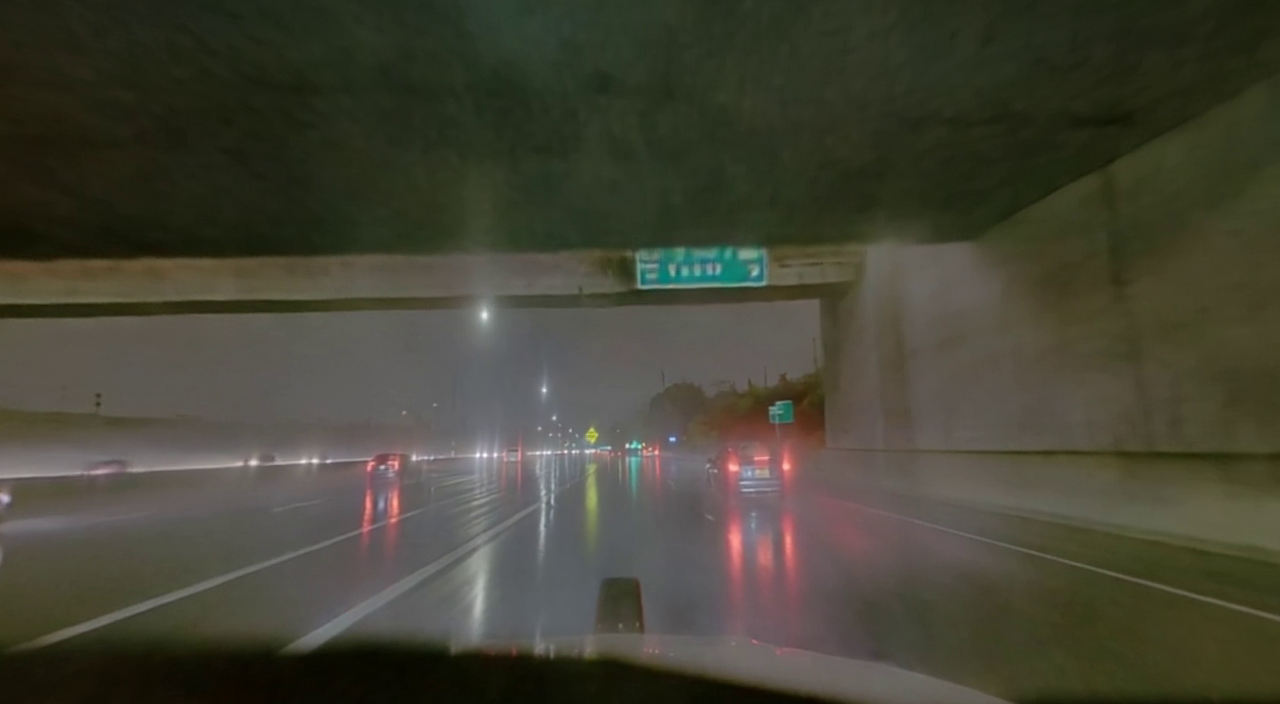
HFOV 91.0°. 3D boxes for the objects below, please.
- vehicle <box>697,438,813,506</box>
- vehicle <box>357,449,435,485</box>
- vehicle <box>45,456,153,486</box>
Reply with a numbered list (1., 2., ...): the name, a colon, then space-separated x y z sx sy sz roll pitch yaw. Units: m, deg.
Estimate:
1. vehicle: 2.837 3.088 16.668 2.079 1.535 4.316 0 -9 -2
2. vehicle: -11.602 5.482 30.313 2.072 1.545 4.687 0 -9 -3
3. vehicle: -36.699 8.041 43.011 2.232 1.786 5.996 0 -9 -3
